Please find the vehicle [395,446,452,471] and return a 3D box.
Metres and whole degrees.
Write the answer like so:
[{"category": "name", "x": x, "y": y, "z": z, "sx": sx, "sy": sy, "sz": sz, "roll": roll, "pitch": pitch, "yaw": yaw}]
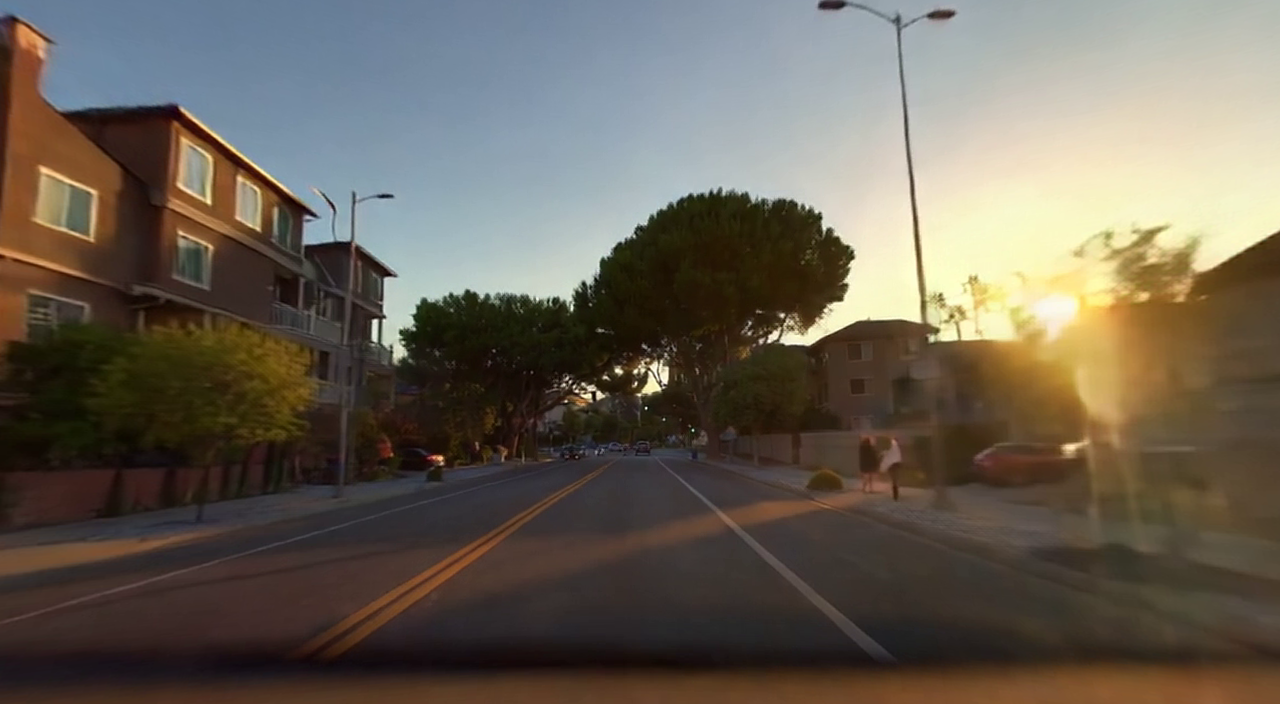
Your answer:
[{"category": "vehicle", "x": -12.826, "y": 6.349, "z": 37.722, "sx": 1.934, "sy": 1.389, "sz": 4.364, "roll": 0, "pitch": -9, "yaw": -1}]
